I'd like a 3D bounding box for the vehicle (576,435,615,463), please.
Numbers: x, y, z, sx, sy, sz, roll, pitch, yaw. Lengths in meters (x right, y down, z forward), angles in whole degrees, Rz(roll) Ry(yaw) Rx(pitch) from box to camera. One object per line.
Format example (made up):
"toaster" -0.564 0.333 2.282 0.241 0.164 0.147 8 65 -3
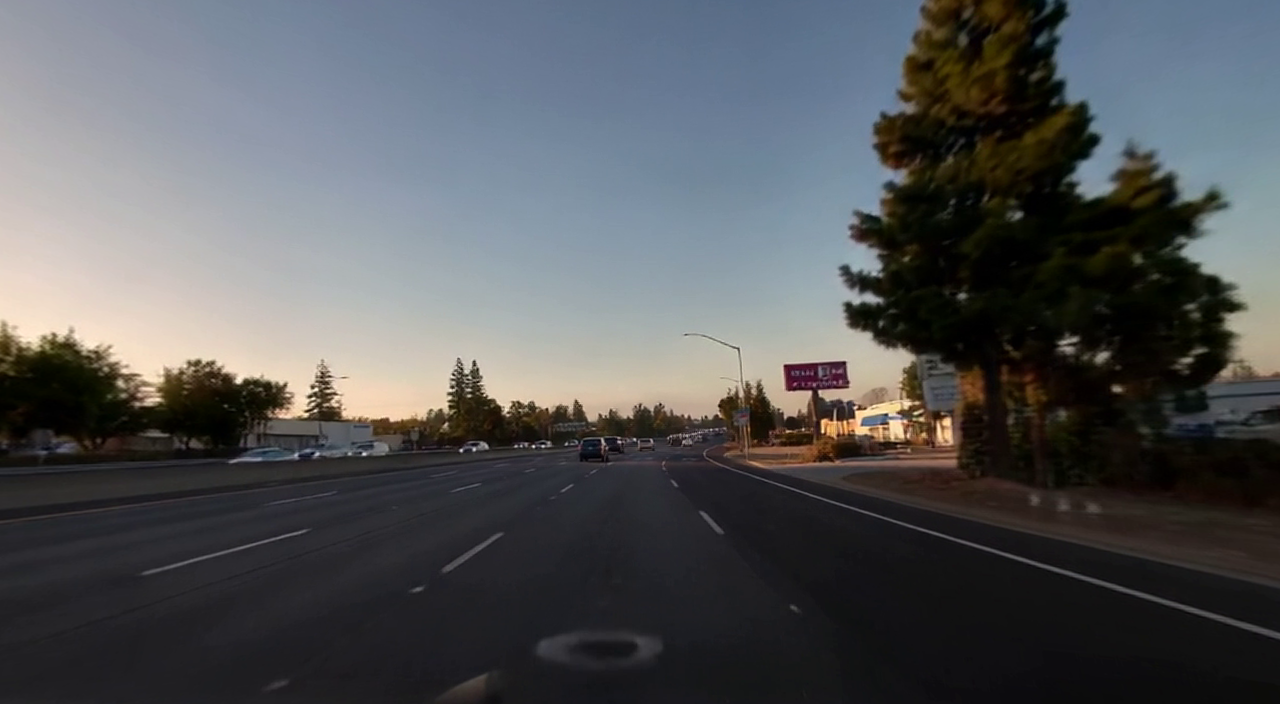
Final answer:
"vehicle" -2.991 6.596 43.020 2.139 1.782 4.079 -1 -8 3

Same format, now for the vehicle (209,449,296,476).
"vehicle" -22.523 6.416 36.986 1.985 1.480 4.611 -1 -9 3
